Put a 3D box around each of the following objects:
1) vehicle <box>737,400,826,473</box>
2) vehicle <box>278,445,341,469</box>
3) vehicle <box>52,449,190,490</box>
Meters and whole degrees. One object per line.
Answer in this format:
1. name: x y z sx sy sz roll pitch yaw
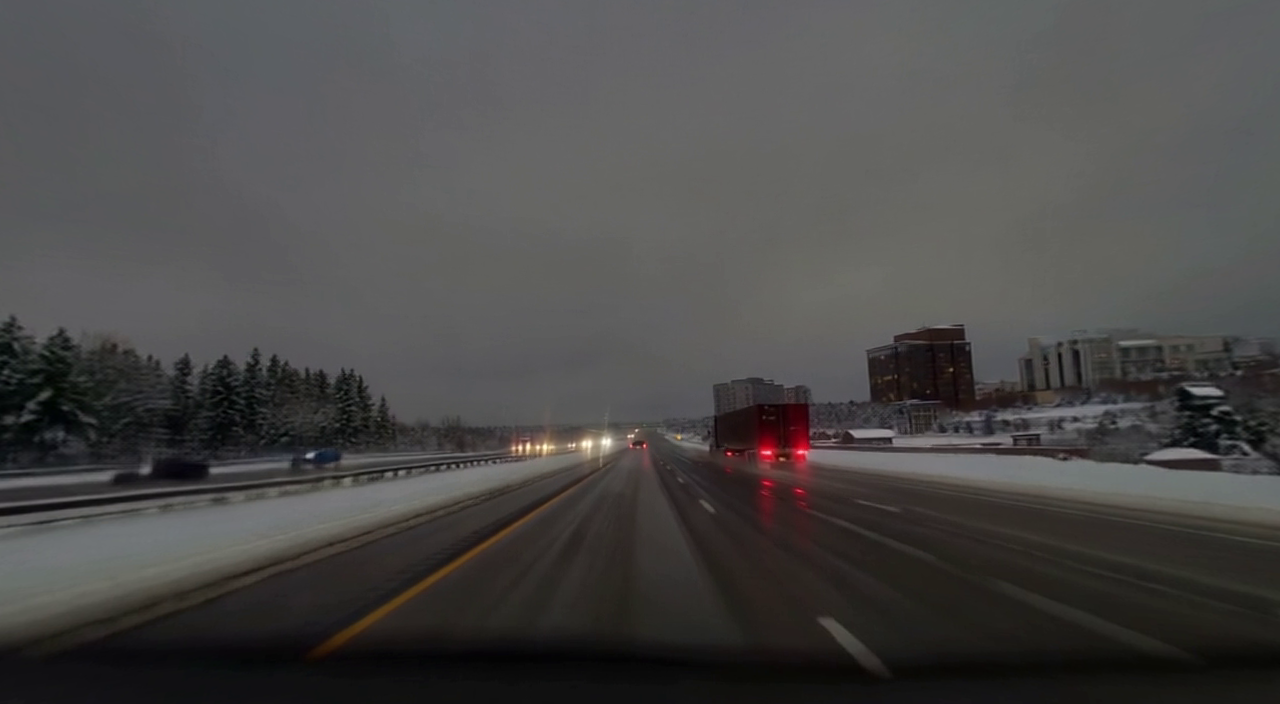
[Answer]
1. vehicle: 6.867 4.332 31.961 2.793 3.204 7.997 0 -8 1
2. vehicle: -25.681 8.123 49.240 2.177 1.782 5.071 0 -8 0
3. vehicle: -21.602 4.878 26.581 1.862 1.505 4.617 0 -8 1
